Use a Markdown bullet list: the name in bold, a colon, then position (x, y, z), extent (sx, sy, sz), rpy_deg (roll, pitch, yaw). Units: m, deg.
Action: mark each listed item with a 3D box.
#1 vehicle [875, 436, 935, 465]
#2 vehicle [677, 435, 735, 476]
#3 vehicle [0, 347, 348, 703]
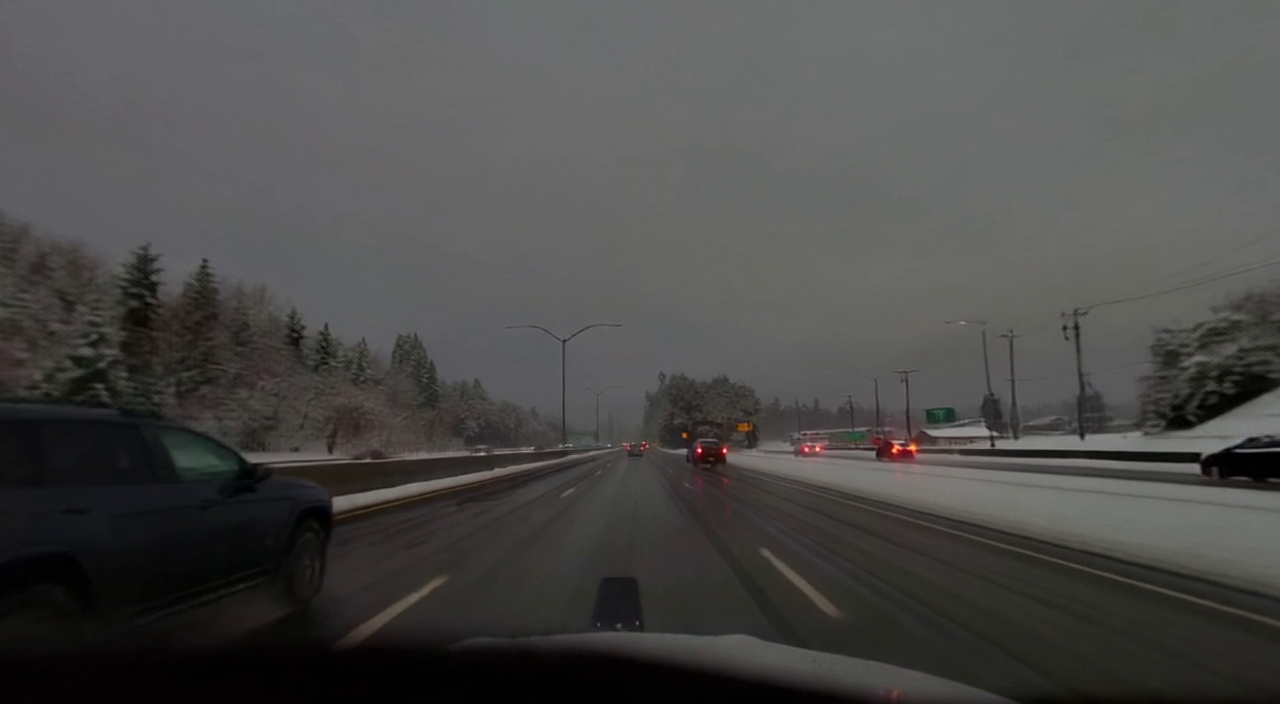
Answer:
- **vehicle**: position (17.366, 6.493, 41.685), extent (2.070, 1.782, 5.006), rpy_deg (-1, -8, 4)
- **vehicle**: position (2.847, 4.571, 28.153), extent (1.997, 1.638, 4.281), rpy_deg (0, -8, -1)
- **vehicle**: position (-3.574, 0.924, 3.094), extent (2.099, 1.682, 4.590), rpy_deg (0, -8, 0)
